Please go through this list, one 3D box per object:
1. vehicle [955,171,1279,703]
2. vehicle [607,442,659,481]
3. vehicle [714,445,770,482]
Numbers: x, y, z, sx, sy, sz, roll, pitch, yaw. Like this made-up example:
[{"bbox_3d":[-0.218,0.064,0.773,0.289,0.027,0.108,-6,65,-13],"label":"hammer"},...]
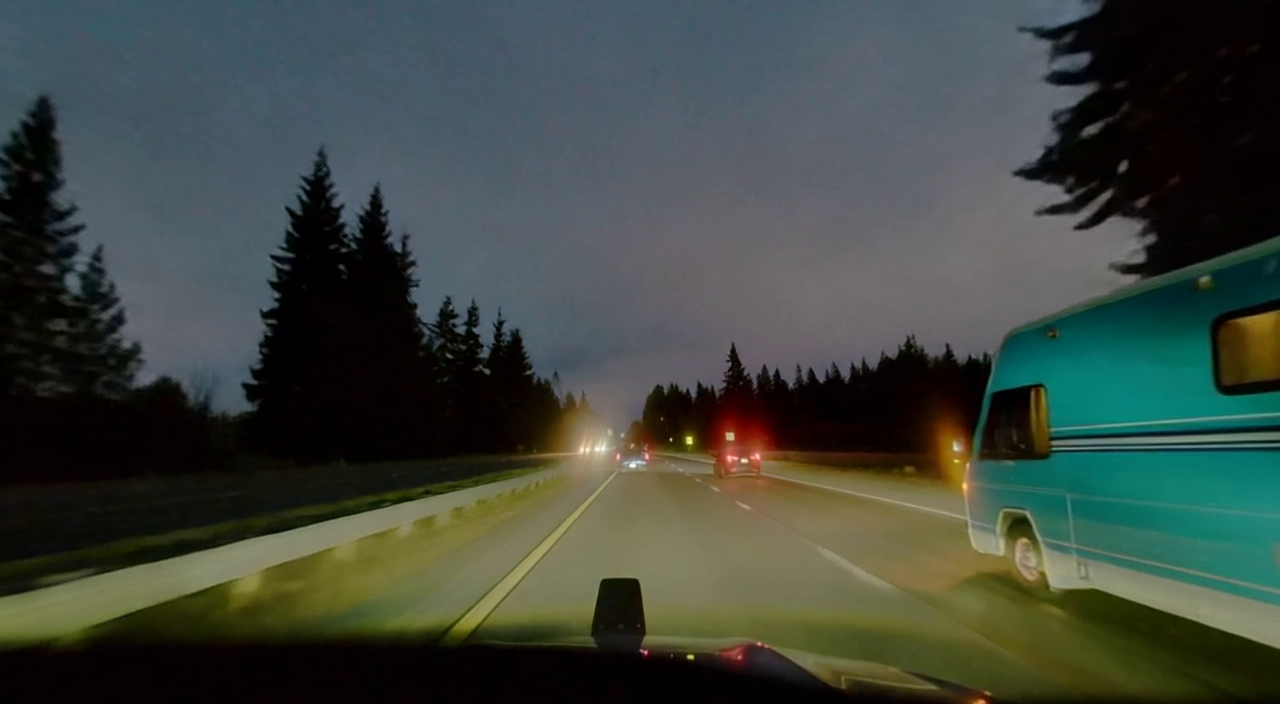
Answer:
[{"bbox_3d":[4.791,0.432,3.137,2.745,2.832,7.035,0,-9,0],"label":"vehicle"},{"bbox_3d":[-0.289,4.821,27.924,2.120,1.575,4.018,0,-9,0],"label":"vehicle"},{"bbox_3d":[4.296,4.735,26.926,1.757,1.459,3.398,0,-9,-1],"label":"vehicle"}]
